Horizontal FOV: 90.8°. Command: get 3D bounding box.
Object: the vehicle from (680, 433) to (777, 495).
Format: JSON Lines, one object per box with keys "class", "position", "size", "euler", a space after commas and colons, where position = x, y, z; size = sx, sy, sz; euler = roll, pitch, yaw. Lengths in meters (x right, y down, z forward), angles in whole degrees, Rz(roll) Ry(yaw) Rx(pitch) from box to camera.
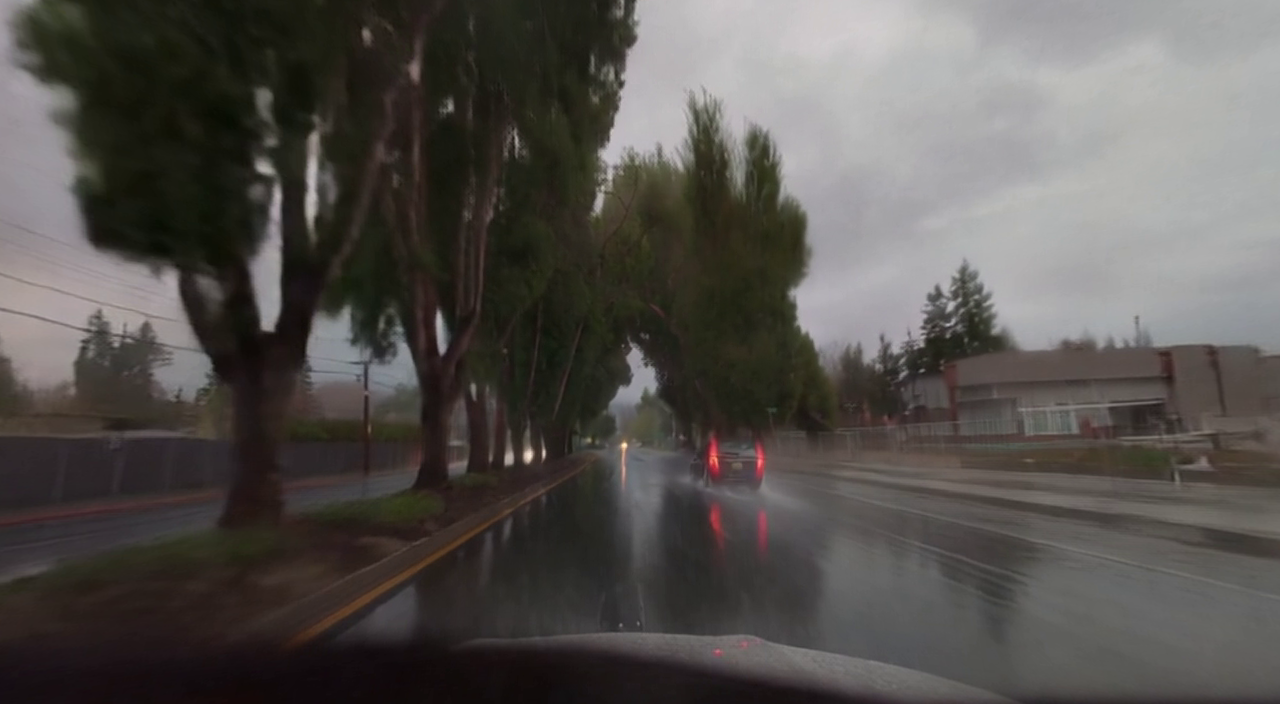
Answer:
{"class": "vehicle", "position": [2.358, 3.142, 18.041], "size": [1.985, 1.529, 4.316], "euler": [0, -9, -3]}
